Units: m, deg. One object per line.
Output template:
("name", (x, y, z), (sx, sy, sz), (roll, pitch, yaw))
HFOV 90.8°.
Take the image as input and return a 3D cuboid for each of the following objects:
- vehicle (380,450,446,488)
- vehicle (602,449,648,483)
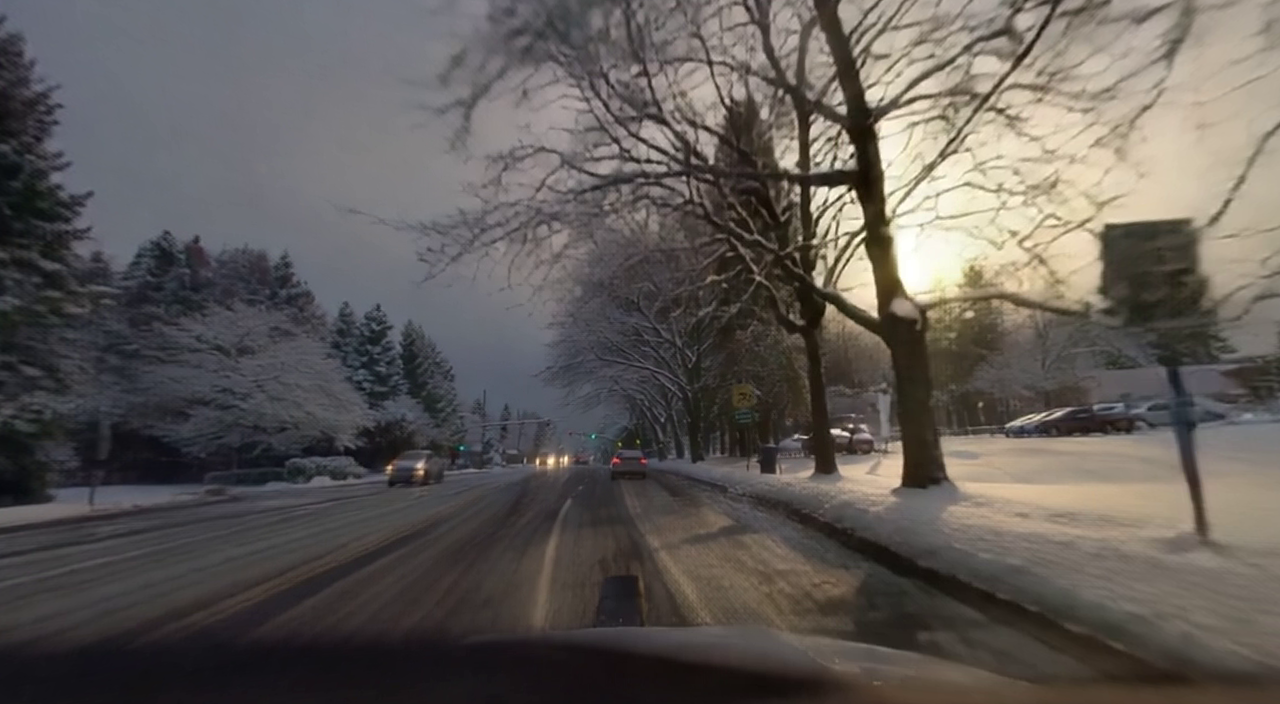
("vehicle", (-11.777, 6.055, 33.055), (1.969, 1.751, 4.432), (0, -8, -3))
("vehicle", (-0.749, 5.486, 30.803), (2.111, 1.466, 4.223), (0, -8, -2))
